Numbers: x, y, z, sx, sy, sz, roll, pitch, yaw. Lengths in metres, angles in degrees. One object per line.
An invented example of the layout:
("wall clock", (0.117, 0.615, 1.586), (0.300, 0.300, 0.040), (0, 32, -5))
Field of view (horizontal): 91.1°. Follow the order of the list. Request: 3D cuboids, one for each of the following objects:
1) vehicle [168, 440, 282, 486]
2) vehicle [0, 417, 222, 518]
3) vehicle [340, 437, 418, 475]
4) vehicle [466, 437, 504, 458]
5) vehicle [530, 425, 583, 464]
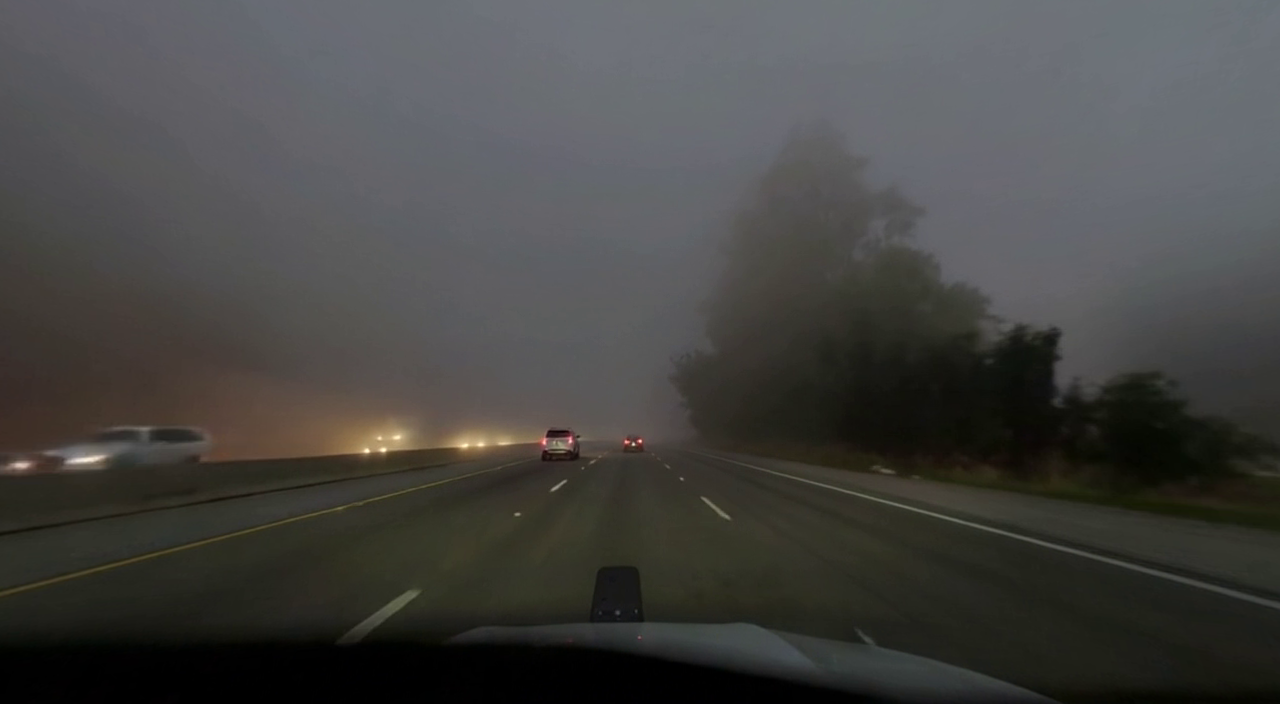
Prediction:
("vehicle", (-16.219, 4.316, 24.850), (1.863, 1.586, 3.932), (0, -8, -1))
("vehicle", (-12.319, 2.523, 14.413), (2.176, 1.901, 4.882), (0, -8, -2))
("vehicle", (-12.014, 4.771, 29.246), (1.938, 1.567, 4.376), (0, -8, -3))
("vehicle", (-12.031, 7.408, 48.998), (1.891, 1.522, 4.210), (0, -8, 0))
("vehicle", (-4.291, 4.850, 33.078), (2.115, 1.887, 4.721), (0, -8, 0))
